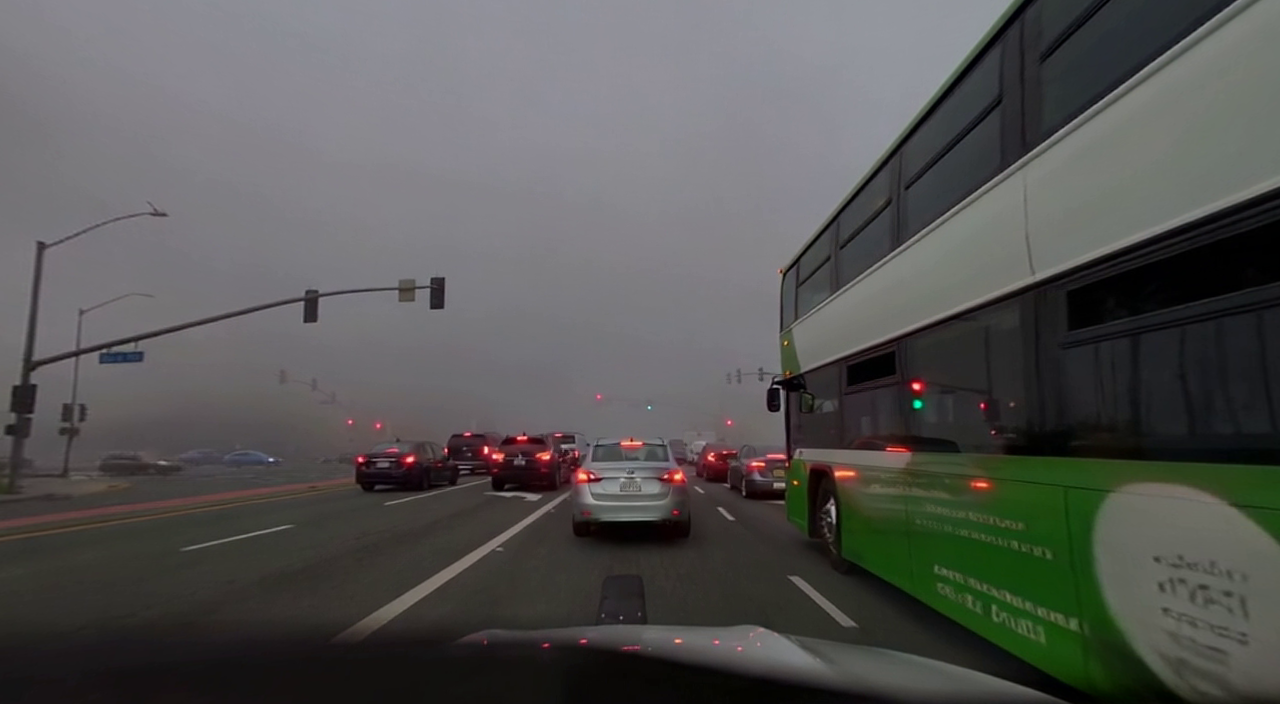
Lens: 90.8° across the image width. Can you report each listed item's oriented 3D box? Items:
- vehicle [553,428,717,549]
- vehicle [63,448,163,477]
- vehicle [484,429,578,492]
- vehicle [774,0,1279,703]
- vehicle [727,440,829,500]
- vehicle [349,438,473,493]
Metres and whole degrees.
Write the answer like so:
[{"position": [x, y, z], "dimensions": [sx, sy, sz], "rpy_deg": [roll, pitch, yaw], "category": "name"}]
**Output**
[{"position": [-0.067, 2.010, 9.920], "dimensions": [2.060, 1.499, 3.831], "rpy_deg": [0, -9, 0], "category": "vehicle"}, {"position": [-35.495, 7.436, 42.651], "dimensions": [4.737, 1.845, 1.920], "rpy_deg": [1, -9, -6], "category": "vehicle"}, {"position": [-3.246, 3.360, 19.827], "dimensions": [2.020, 1.721, 4.366], "rpy_deg": [-1, -9, 2], "category": "vehicle"}, {"position": [3.542, -0.232, 2.783], "dimensions": [2.970, 4.015, 13.606], "rpy_deg": [0, -9, 0], "category": "vehicle"}, {"position": [3.705, 3.242, 17.824], "dimensions": [1.989, 1.467, 4.364], "rpy_deg": [0, -9, 1], "category": "vehicle"}, {"position": [-6.894, 3.457, 19.694], "dimensions": [1.927, 1.480, 4.832], "rpy_deg": [0, -9, 2], "category": "vehicle"}]
